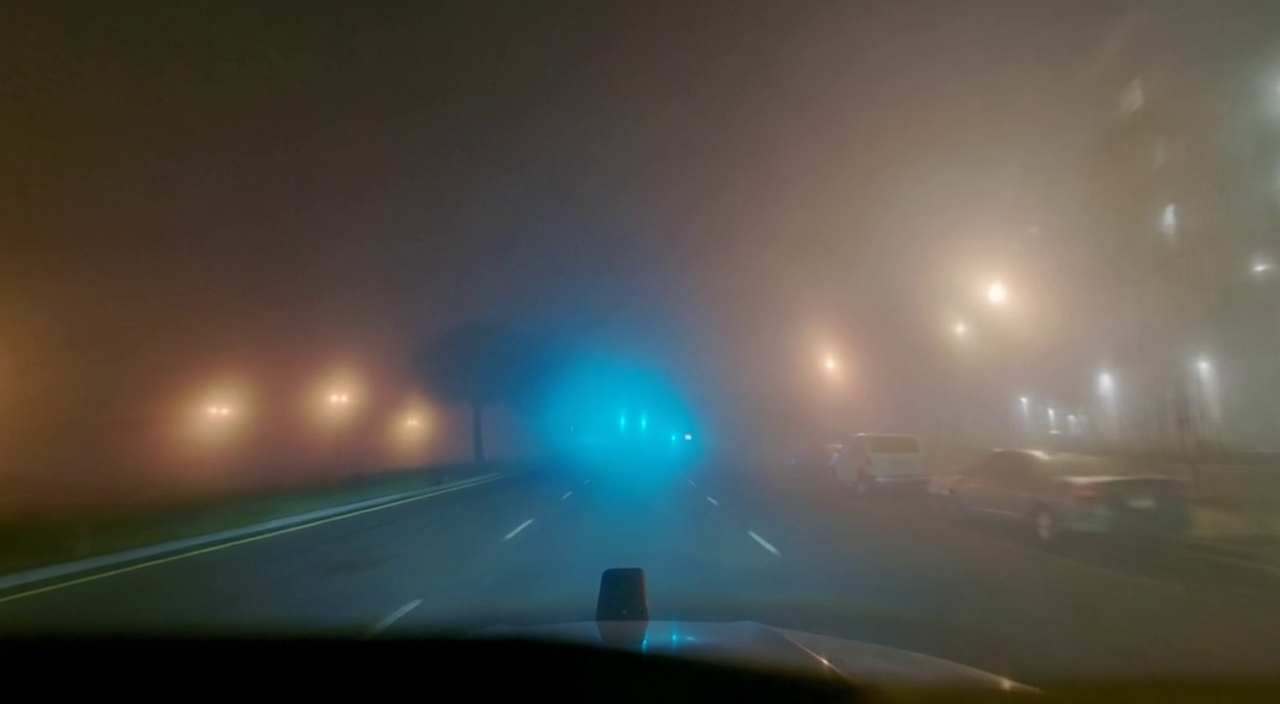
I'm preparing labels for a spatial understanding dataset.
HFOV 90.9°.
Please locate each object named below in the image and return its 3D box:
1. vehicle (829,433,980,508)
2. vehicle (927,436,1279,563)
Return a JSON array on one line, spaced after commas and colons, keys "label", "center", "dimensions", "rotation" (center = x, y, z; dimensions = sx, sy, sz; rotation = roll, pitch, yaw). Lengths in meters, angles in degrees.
[{"label": "vehicle", "center": [6.687, 3.027, 16.666], "dimensions": [1.980, 1.675, 4.854], "rotation": [0, -8, 1]}, {"label": "vehicle", "center": [6.554, 2.090, 9.873], "dimensions": [1.847, 1.472, 4.846], "rotation": [0, -8, 0]}]
